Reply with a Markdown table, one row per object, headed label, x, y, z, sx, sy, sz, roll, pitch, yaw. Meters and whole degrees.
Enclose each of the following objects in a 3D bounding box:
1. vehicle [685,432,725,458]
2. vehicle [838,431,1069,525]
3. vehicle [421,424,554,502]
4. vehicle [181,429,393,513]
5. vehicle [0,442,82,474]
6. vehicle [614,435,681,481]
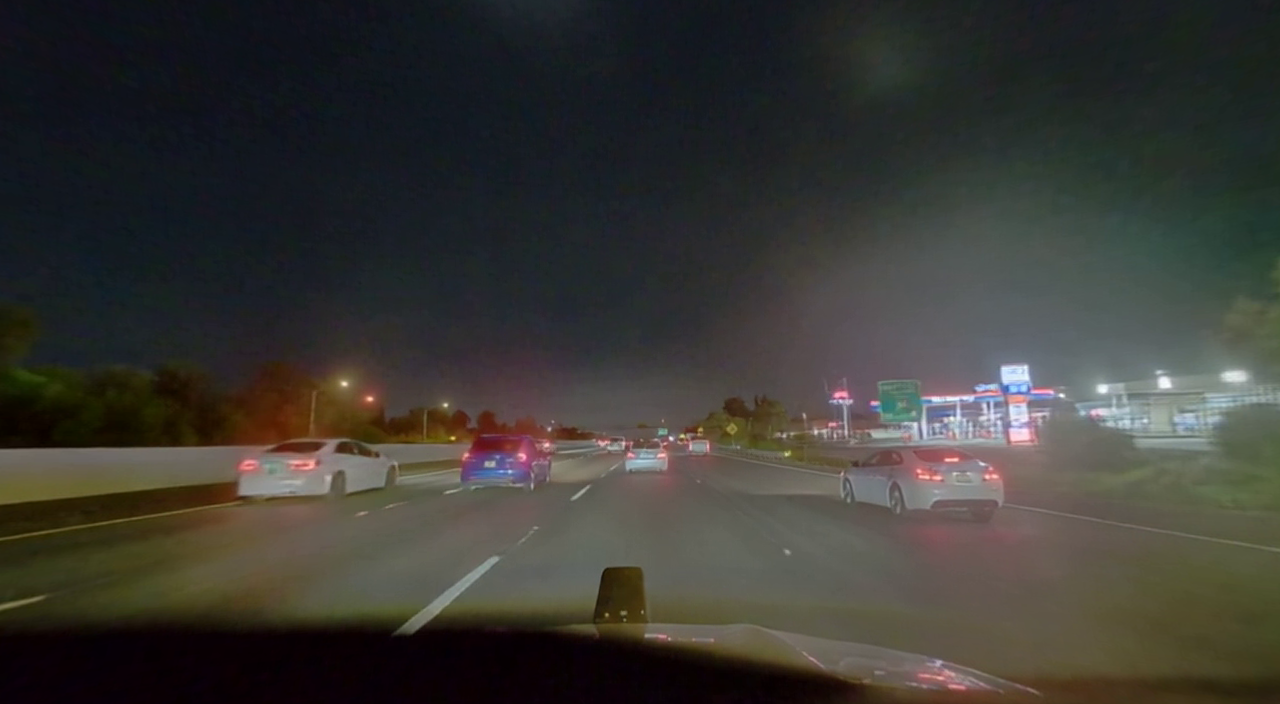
| label | x | y | z | sx | sy | sz | roll | pitch | yaw |
| --- | --- | --- | --- | --- | --- | --- | --- | --- | --- |
| vehicle | 4.609 | 6.681 | 45.266 | 2.261 | 1.781 | 4.709 | 0 | -8 | -1 |
| vehicle | 5.552 | 2.271 | 11.988 | 2.030 | 1.442 | 4.358 | 0 | -8 | -2 |
| vehicle | -3.504 | 2.671 | 15.631 | 1.927 | 1.586 | 5.142 | 0 | -8 | 1 |
| vehicle | -7.219 | 2.463 | 13.585 | 1.932 | 1.497 | 4.458 | 0 | -8 | 1 |
| vehicle | -32.136 | 5.483 | 32.792 | 1.895 | 1.567 | 4.707 | 0 | -8 | 0 |
| vehicle | 0.237 | 3.679 | 22.129 | 2.113 | 1.464 | 4.073 | 0 | -8 | 0 |
